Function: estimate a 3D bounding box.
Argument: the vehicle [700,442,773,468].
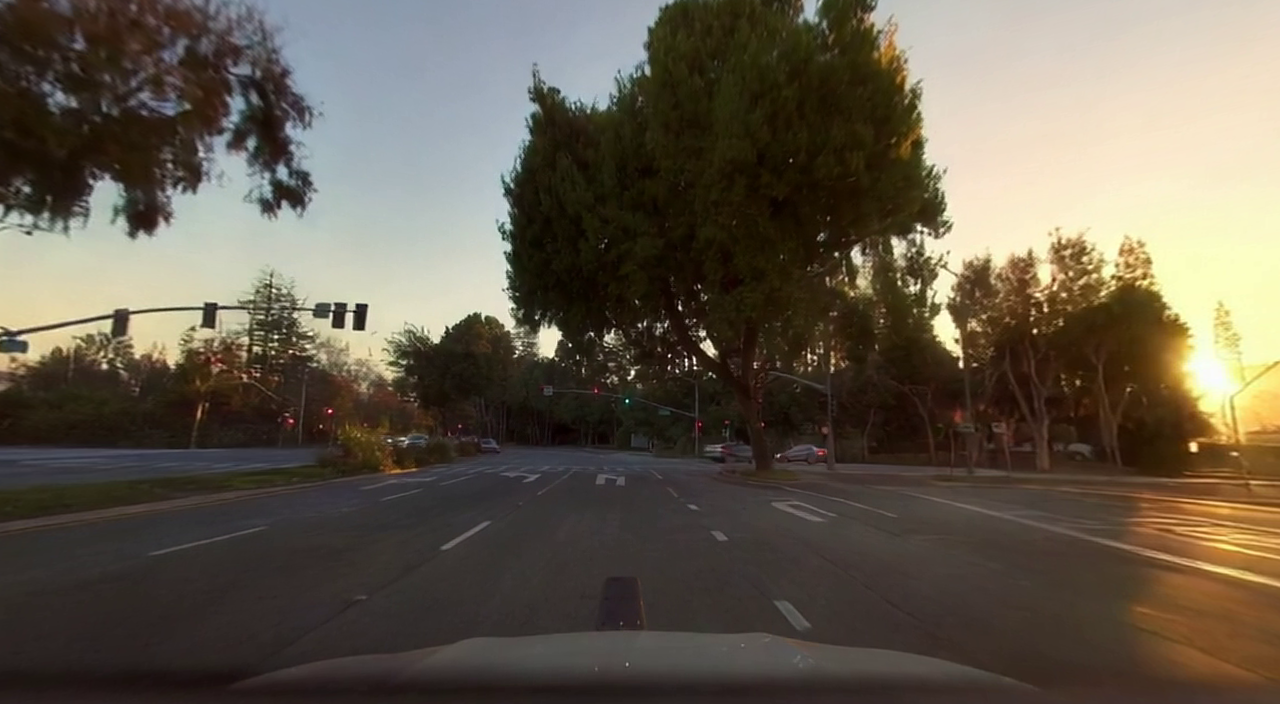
[{"bbox_3d":[6.680,7.131,43.883,4.605,1.665,1.888,2,-9,-12],"label":"vehicle"}]
